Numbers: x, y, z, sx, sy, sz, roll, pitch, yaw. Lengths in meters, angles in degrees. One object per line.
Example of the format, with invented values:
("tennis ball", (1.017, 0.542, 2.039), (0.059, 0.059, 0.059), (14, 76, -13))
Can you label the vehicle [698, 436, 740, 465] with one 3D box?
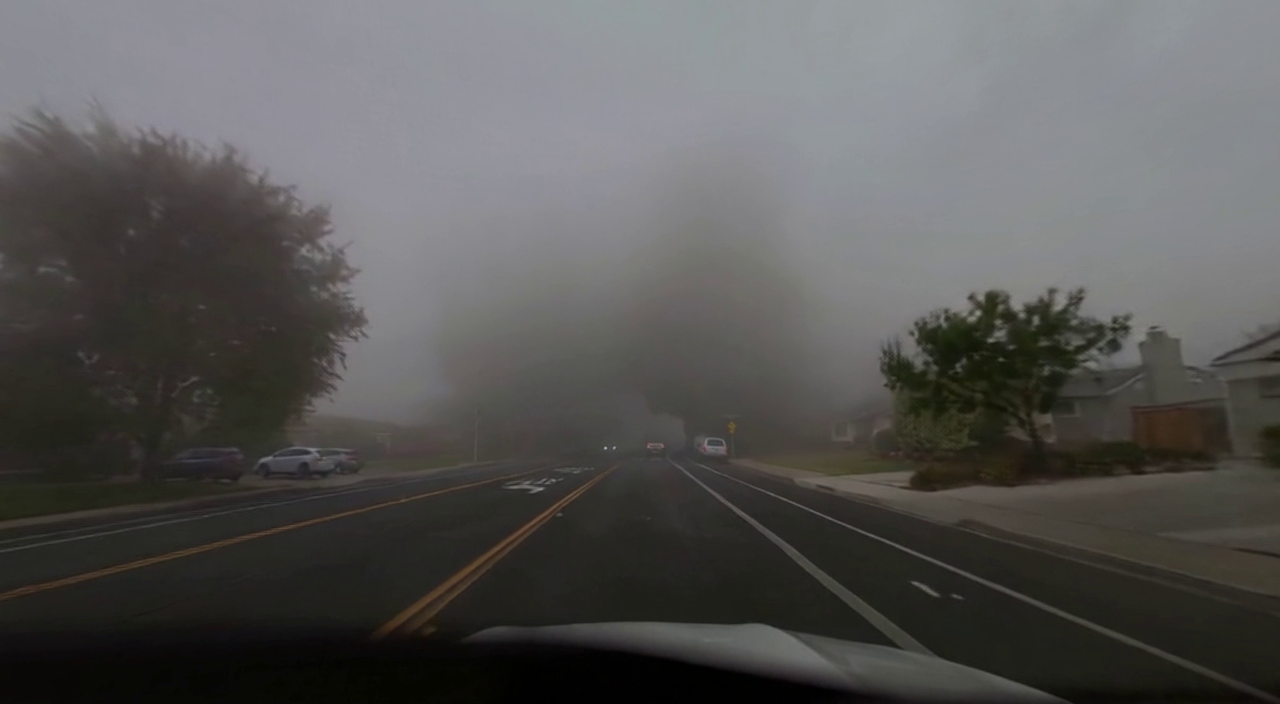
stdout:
("vehicle", (5.425, 6.828, 43.883), (2.233, 1.887, 5.347), (0, -9, 0))

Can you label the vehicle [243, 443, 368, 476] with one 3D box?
("vehicle", (-18.087, 5.825, 34.282), (5.419, 1.649, 2.396), (0, -9, 1))

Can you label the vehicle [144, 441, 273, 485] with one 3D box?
("vehicle", (-18.801, 4.793, 27.606), (4.372, 1.745, 2.017), (6, -10, -35))
